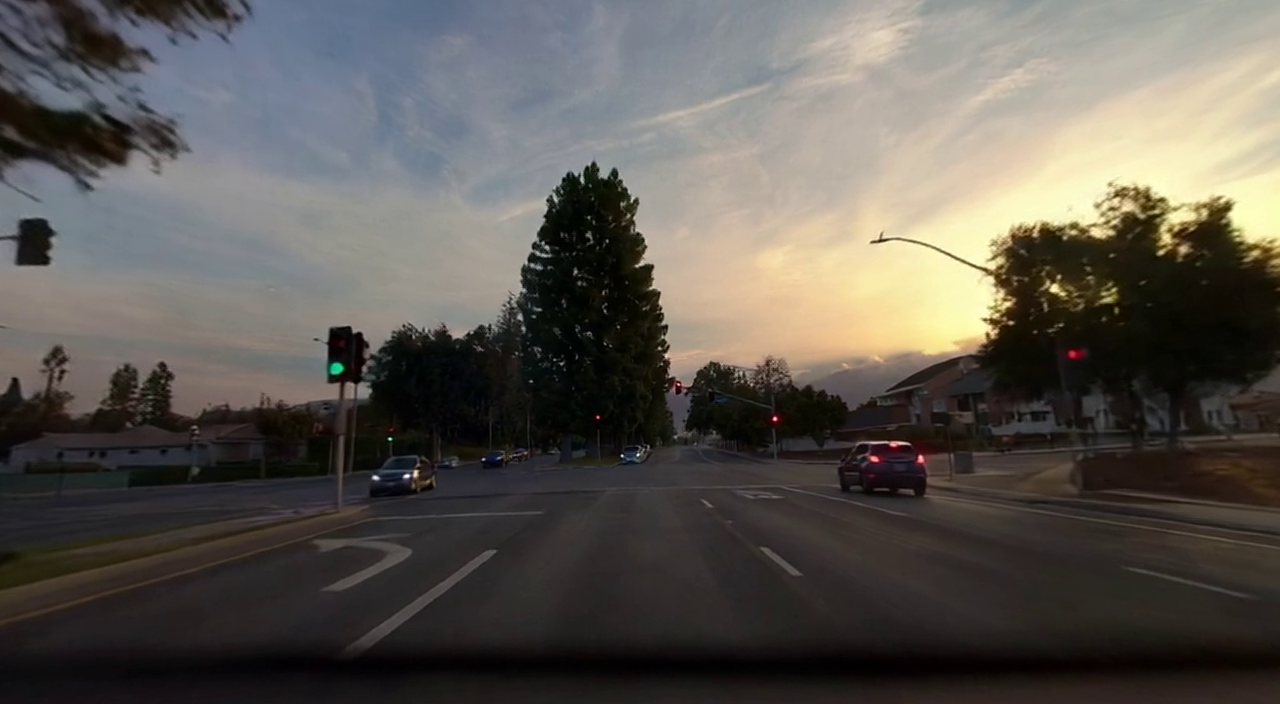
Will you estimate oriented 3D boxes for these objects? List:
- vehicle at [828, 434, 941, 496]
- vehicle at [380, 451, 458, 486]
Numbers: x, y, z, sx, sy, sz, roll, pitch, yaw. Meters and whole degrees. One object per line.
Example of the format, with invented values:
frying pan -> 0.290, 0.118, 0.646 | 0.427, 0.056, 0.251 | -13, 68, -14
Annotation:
vehicle -> 7.438, 3.466, 19.767 | 2.011, 1.710, 4.357 | -1, -9, 3
vehicle -> -11.626, 6.042, 33.055 | 2.065, 1.477, 4.519 | 0, -7, -44
